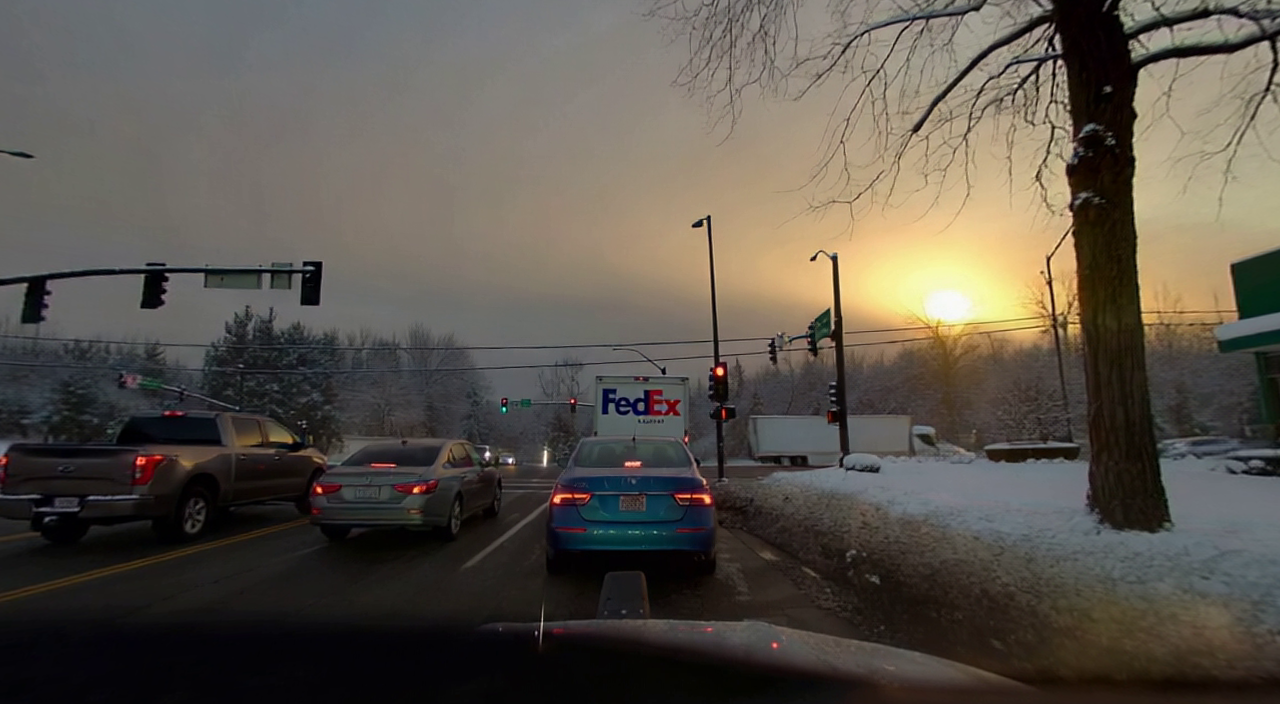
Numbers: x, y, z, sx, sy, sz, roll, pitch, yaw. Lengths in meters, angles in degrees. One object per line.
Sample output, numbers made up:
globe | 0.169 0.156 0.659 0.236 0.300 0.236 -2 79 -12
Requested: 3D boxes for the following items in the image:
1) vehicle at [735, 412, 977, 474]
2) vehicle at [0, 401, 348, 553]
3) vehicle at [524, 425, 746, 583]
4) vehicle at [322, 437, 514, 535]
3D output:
vehicle | 12.225 5.327 36.877 12.889 3.380 3.345 -1 -9 5
vehicle | -7.299 1.983 10.713 2.125 1.893 5.498 0 -9 -2
vehicle | -0.042 1.795 8.283 2.145 1.513 4.269 0 -9 0
vehicle | -3.877 2.402 11.930 1.949 1.487 4.390 0 -9 1
